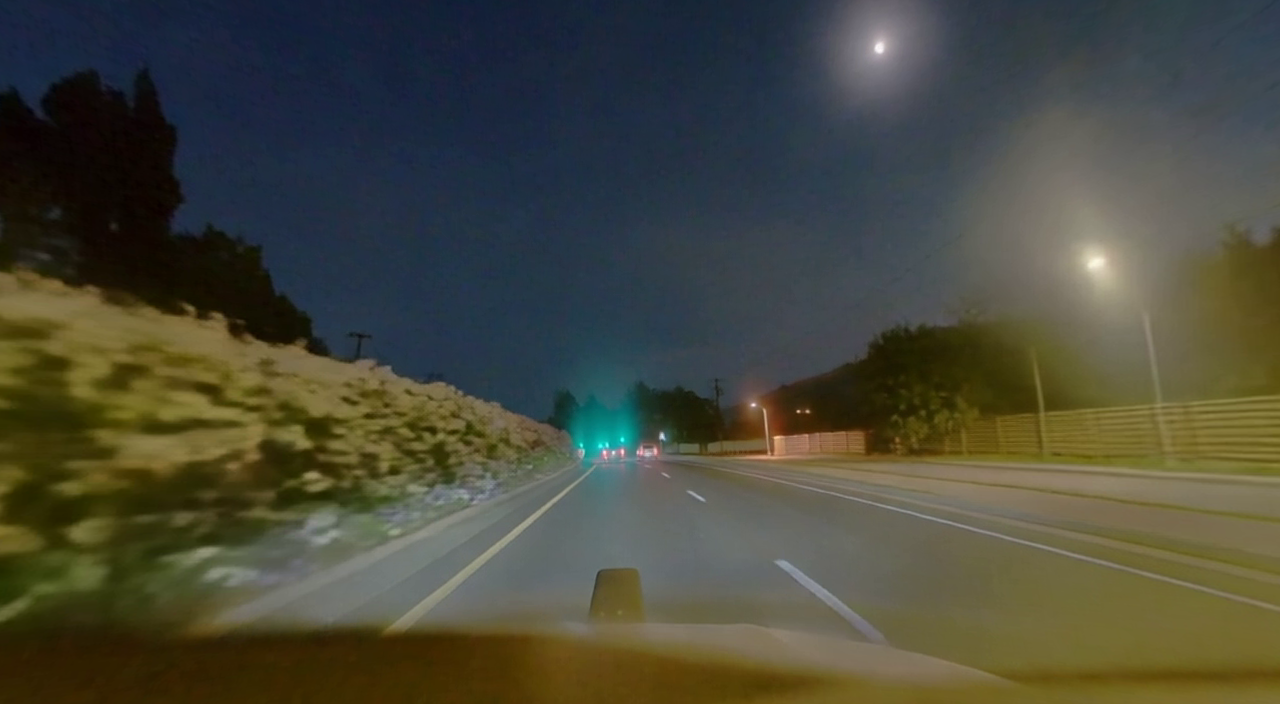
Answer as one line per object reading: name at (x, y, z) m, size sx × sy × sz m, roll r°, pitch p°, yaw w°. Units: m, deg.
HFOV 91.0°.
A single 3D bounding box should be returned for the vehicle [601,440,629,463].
vehicle at (-1.910, 7.431, 46.975) m, size 2.005 × 1.633 × 4.044 m, roll 1°, pitch -8°, yaw -3°
